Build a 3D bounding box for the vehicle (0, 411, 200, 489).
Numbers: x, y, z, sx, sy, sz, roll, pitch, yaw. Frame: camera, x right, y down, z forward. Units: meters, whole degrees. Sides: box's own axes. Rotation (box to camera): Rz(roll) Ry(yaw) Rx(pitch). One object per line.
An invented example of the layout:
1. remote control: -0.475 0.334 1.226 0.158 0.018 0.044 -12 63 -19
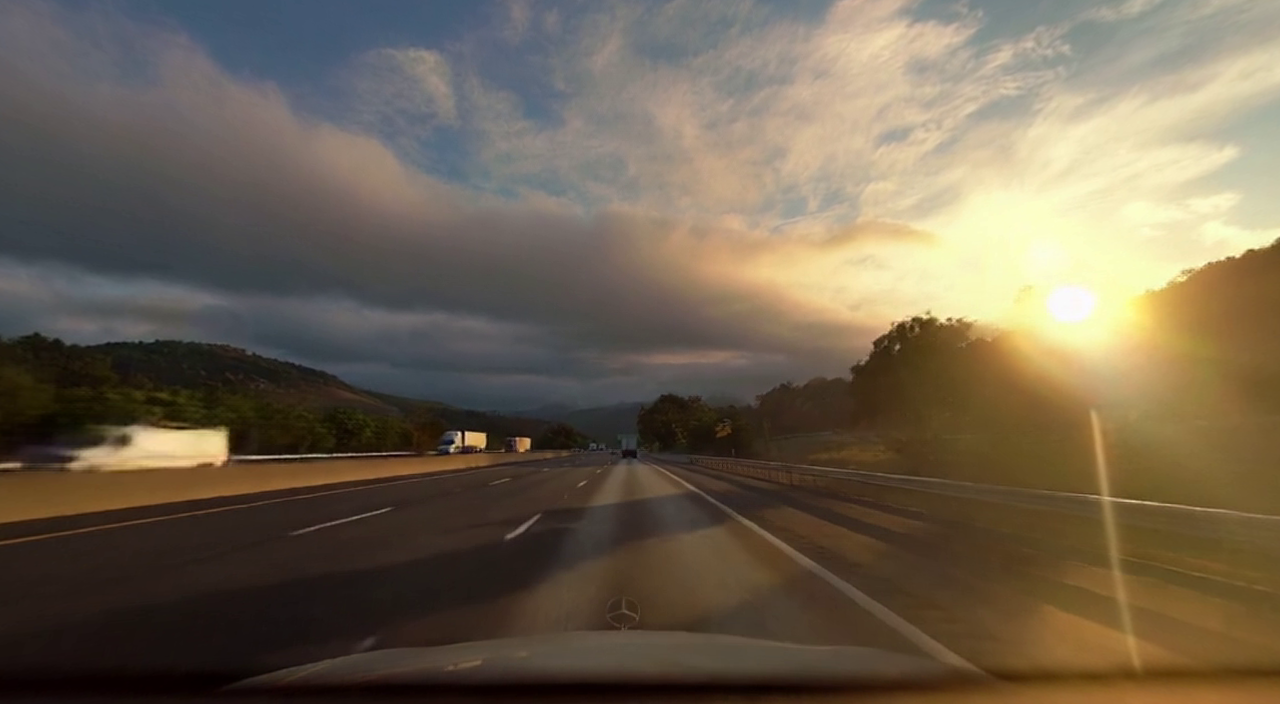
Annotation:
1. vehicle: -16.354 2.966 19.127 2.309 2.024 5.176 0 -9 -1
